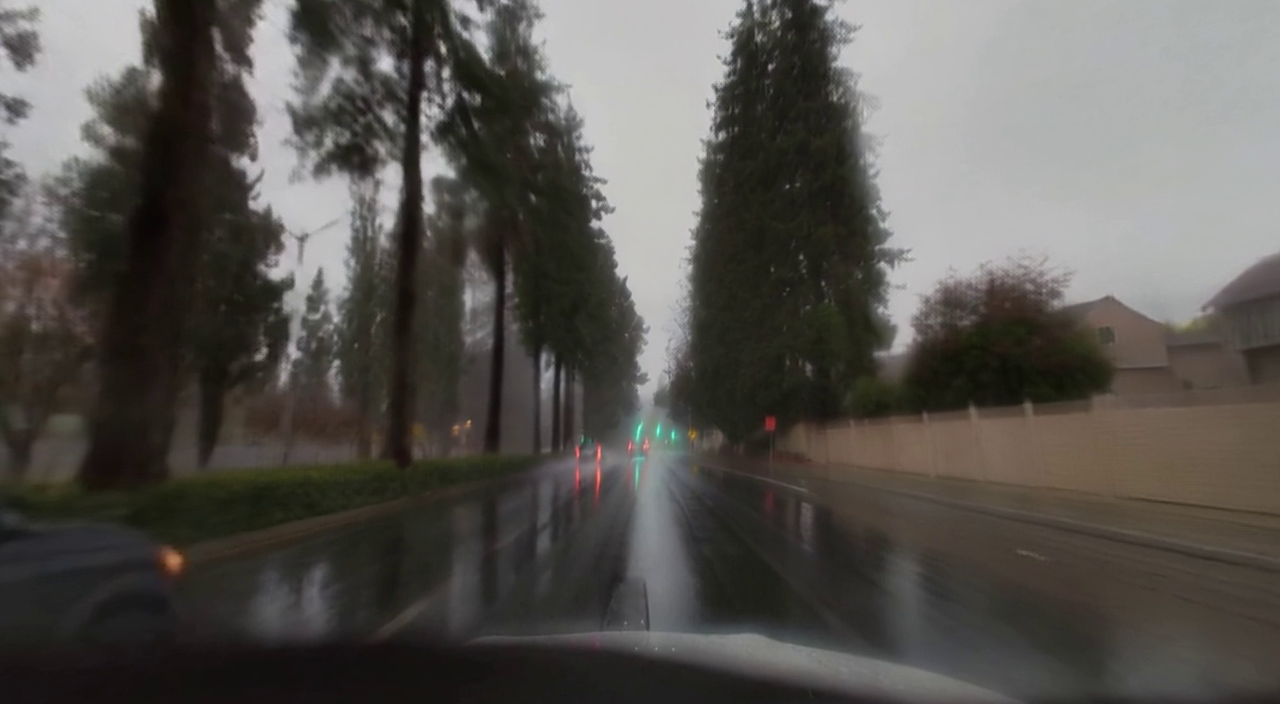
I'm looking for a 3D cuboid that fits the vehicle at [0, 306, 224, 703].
[{"bbox_3d":[-3.139,0.491,0.748,2.058,1.671,4.704,0,-8,0],"label":"vehicle"}]

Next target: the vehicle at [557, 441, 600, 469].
[{"bbox_3d":[-3.500,5.987,36.821,2.021,1.466,4.330,0,-9,1],"label":"vehicle"}]
